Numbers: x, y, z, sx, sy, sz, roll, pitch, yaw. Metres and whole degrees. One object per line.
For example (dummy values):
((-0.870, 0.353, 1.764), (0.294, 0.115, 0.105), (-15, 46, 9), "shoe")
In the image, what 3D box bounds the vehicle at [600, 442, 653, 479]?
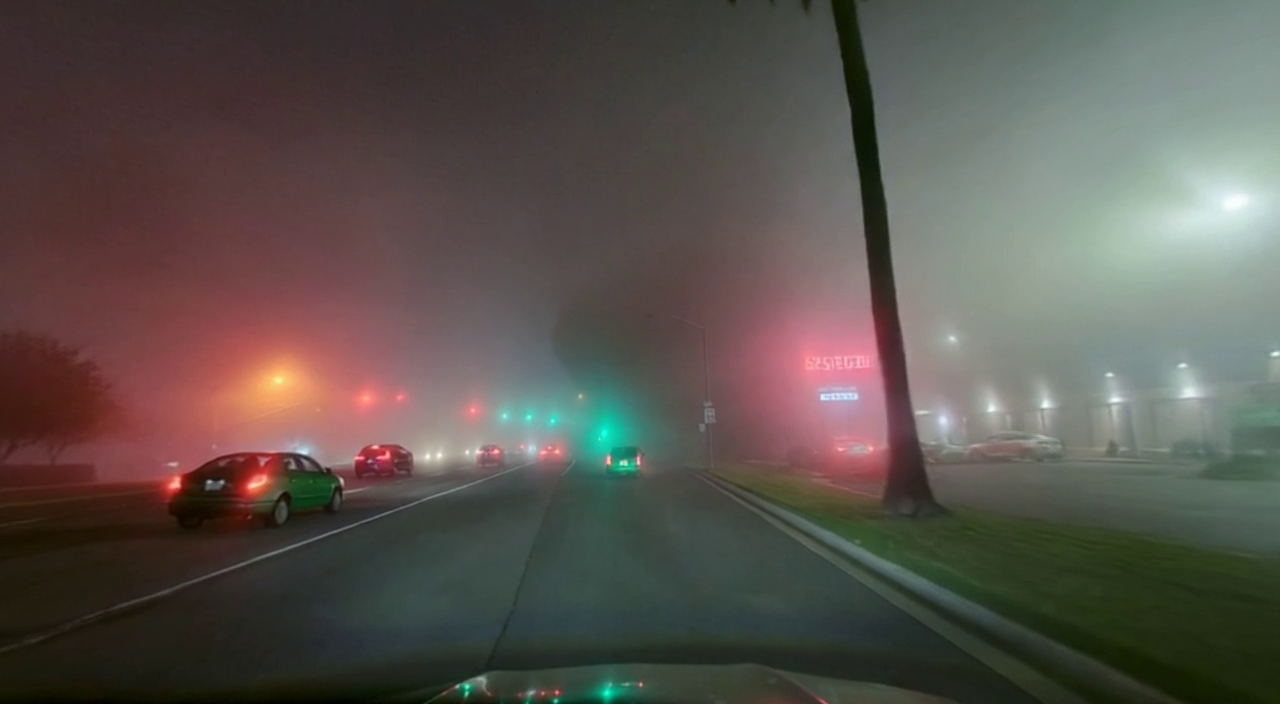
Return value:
((-0.500, 4.809, 28.256), (2.070, 1.493, 4.570), (-1, -9, 3), "vehicle")

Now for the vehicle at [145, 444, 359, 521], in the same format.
((-8.455, 2.846, 14.401), (1.958, 1.455, 4.504), (0, -9, 1), "vehicle")

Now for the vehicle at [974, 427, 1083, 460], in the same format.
((18.582, 4.457, 30.485), (1.882, 1.463, 4.550), (1, -10, -9), "vehicle")

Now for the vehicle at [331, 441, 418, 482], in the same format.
((-11.881, 4.905, 28.688), (2.108, 1.669, 5.076), (1, -9, -5), "vehicle")
